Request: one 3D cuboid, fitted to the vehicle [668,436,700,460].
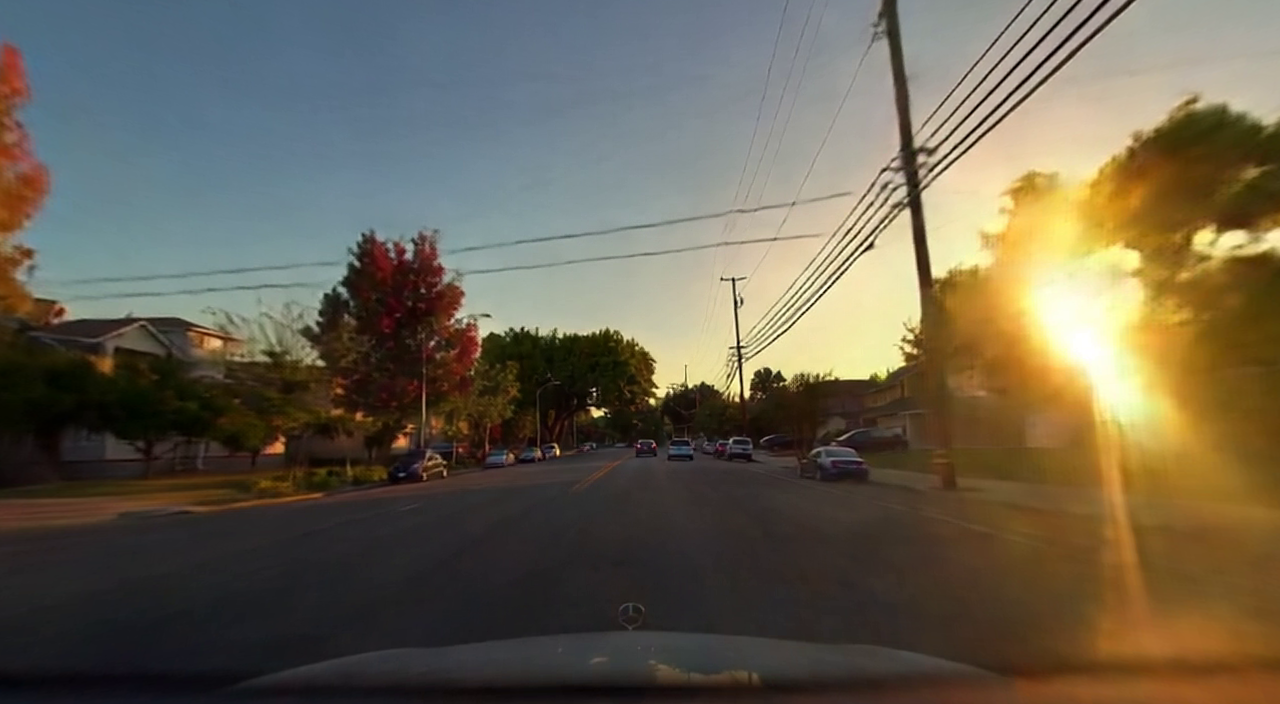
[{"bbox_3d":[3.406,7.555,49.711,2.070,1.765,4.731,0,-8,-1],"label":"vehicle"}]

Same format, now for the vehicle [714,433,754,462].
[{"bbox_3d":[7.181,7.351,48.720,2.274,2.090,5.465,0,-8,0],"label":"vehicle"}]

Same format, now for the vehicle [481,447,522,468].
[{"bbox_3d":[-10.171,7.783,46.675,1.896,1.495,4.425,-1,-8,2],"label":"vehicle"}]

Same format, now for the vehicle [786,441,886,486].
[{"bbox_3d":[6.896,3.964,22.780,2.070,1.428,4.636,0,-8,-1],"label":"vehicle"}]

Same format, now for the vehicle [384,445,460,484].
[{"bbox_3d":[-10.221,5.284,29.950,1.965,1.675,4.577,0,-8,0],"label":"vehicle"}]

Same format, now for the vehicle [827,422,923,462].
[{"bbox_3d":[13.233,5.102,35.740,4.496,1.773,1.972,-5,-8,0],"label":"vehicle"}]
